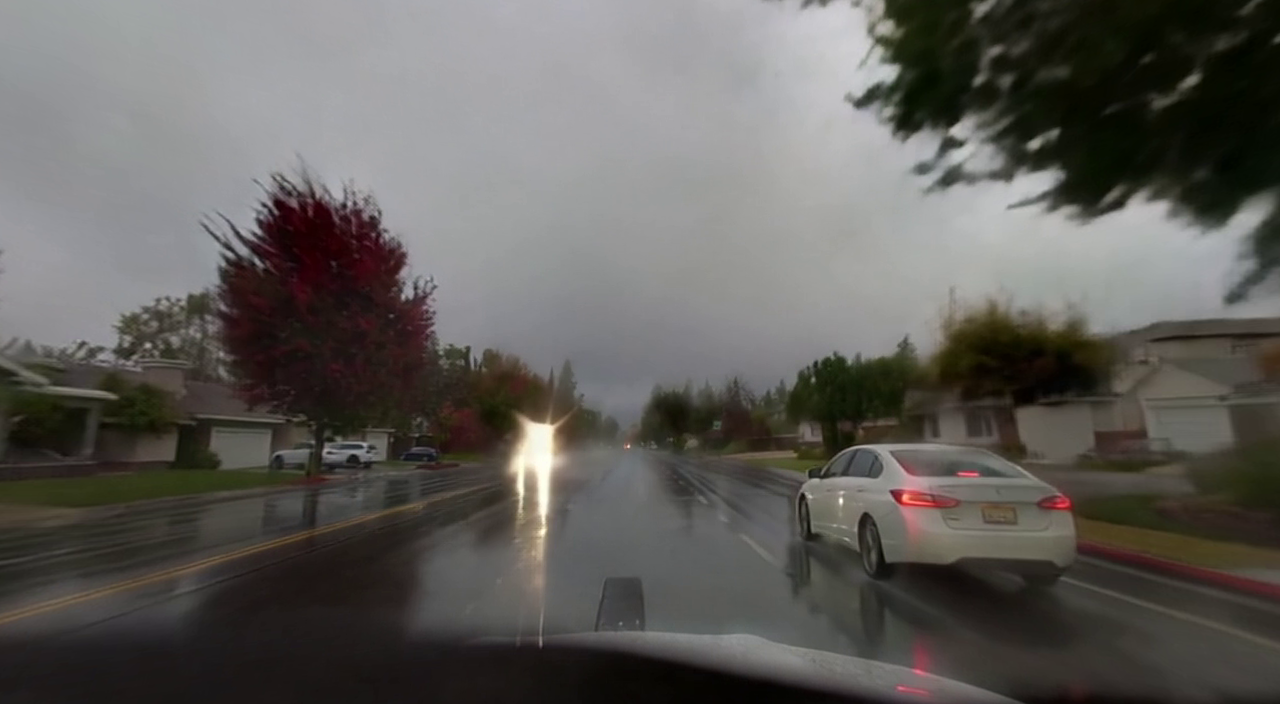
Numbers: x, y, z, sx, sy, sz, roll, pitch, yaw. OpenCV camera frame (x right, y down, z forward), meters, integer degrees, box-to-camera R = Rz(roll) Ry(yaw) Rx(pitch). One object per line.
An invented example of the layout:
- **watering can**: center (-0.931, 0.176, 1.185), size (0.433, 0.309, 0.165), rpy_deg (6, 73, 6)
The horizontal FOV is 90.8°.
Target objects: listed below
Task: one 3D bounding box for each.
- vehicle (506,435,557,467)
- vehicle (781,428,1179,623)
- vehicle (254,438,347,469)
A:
- **vehicle**: center (-7.215, 6.690, 42.781), size (2.334, 1.985, 6.274), rpy_deg (0, -9, 0)
- **vehicle**: center (3.129, 1.669, 7.096), size (2.057, 1.493, 4.225), rpy_deg (0, -9, -1)
- **vehicle**: center (-20.647, 6.168, 38.541), size (4.445, 1.822, 2.095), rpy_deg (-1, -9, 4)
